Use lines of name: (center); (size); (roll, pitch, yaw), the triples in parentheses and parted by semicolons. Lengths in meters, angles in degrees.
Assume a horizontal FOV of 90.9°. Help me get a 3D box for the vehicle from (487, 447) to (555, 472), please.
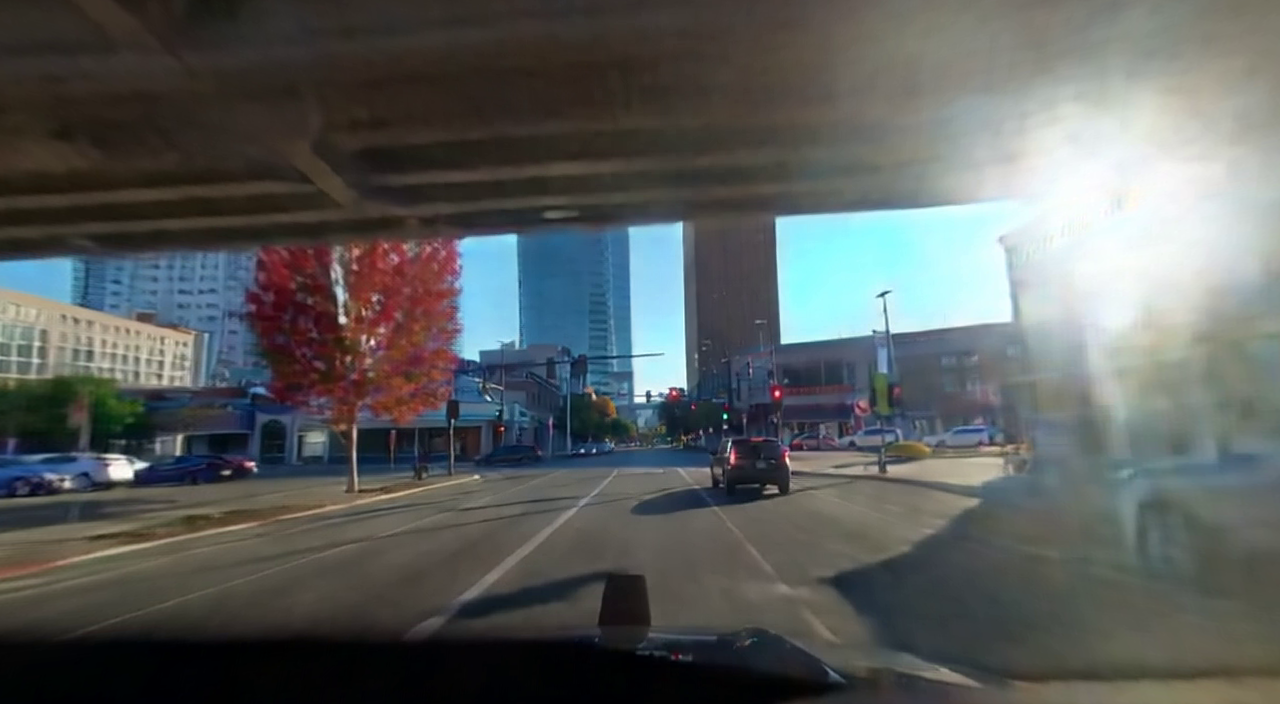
vehicle: (-7.796, 7.002, 41.208); (4.037, 1.562, 2.099); (-7, -11, 36)

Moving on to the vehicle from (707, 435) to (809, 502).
vehicle: (3.004, 3.043, 16.859); (1.947, 1.576, 3.825); (0, -9, 0)

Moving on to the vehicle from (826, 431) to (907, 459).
vehicle: (15.117, 6.256, 42.277); (4.611, 1.778, 1.939); (0, -9, 1)

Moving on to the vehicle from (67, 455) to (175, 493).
vehicle: (-27.228, 6.363, 33.316); (1.807, 1.795, 4.566); (0, -9, 0)

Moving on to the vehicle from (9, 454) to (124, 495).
vehicle: (-29.993, 6.360, 33.194); (1.811, 1.942, 4.376); (0, -9, 1)

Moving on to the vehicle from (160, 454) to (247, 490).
vehicle: (-22.854, 6.250, 33.202); (1.757, 1.699, 3.854); (0, -9, 1)

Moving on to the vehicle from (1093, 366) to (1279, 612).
vehicle: (6.770, 1.070, 4.703); (2.433, 2.116, 5.789); (0, -9, 0)
